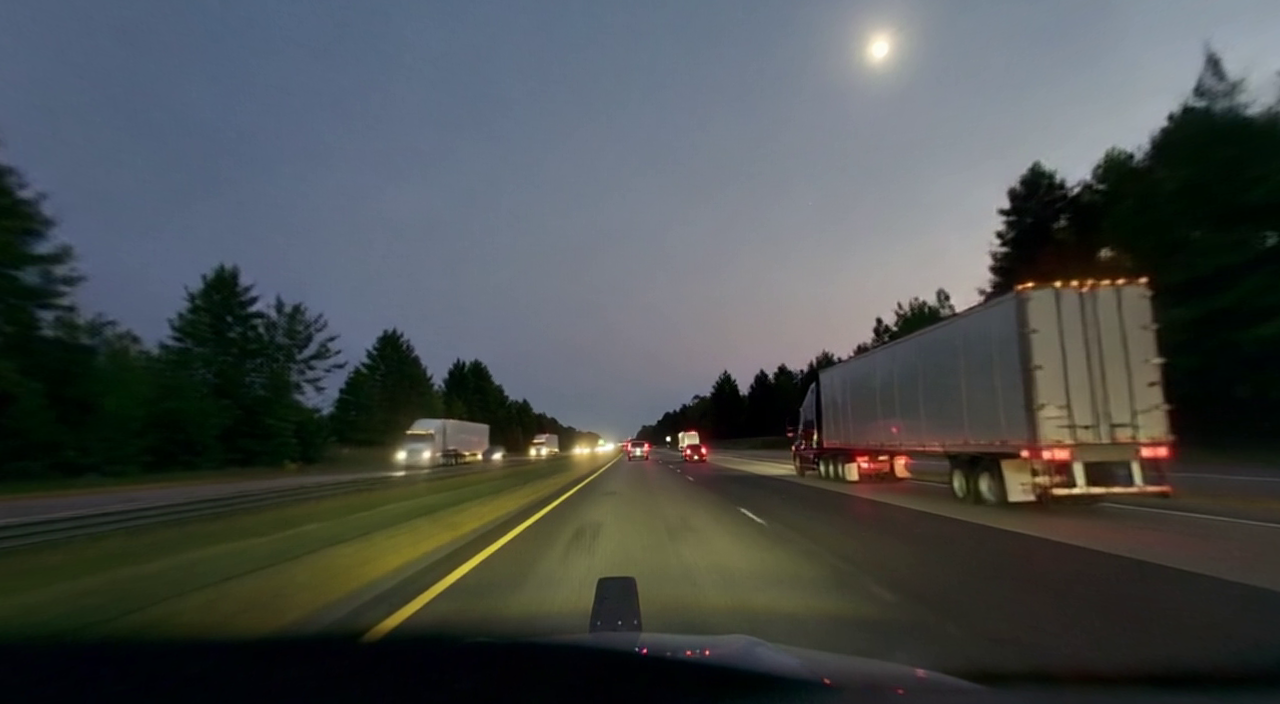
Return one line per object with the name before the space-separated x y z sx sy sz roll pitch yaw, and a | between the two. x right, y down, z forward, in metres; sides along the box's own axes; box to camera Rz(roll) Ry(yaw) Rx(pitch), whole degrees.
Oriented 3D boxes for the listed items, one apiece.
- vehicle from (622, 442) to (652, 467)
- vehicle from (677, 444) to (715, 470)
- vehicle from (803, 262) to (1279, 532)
vehicle | -0.200 7.602 46.742 2.114 1.706 4.106 0 -9 0
vehicle | 3.597 6.837 41.085 2.025 1.534 4.179 0 -9 -1
vehicle | 7.813 1.676 16.427 3.044 4.073 14.016 0 -9 -1
